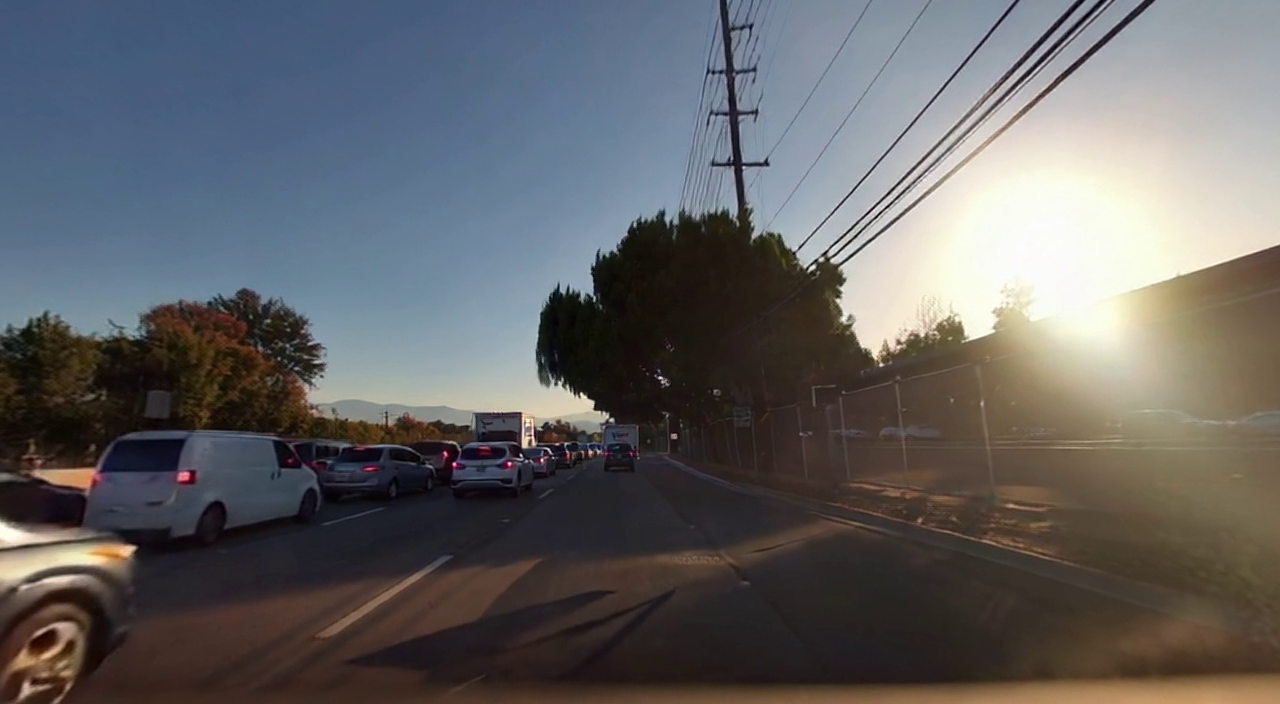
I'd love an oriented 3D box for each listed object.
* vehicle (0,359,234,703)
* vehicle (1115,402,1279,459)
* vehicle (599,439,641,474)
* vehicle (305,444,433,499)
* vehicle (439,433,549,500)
[{"bbox_3d":[-3.805,0.741,1.616,2.388,1.692,4.684,0,-8,0],"label":"vehicle"},{"bbox_3d":[31.231,4.432,35.256,7.011,3.014,2.594,0,-9,-1],"label":"vehicle"},{"bbox_3d":[-1.065,5.387,32.770,2.055,1.671,4.147,0,-8,-2],"label":"vehicle"},{"bbox_3d":[-8.256,3.640,19.795,1.909,1.473,5.050,0,-8,-2],"label":"vehicle"},{"bbox_3d":[-4.028,3.250,18.334,2.057,1.673,4.934,0,-8,0],"label":"vehicle"}]
